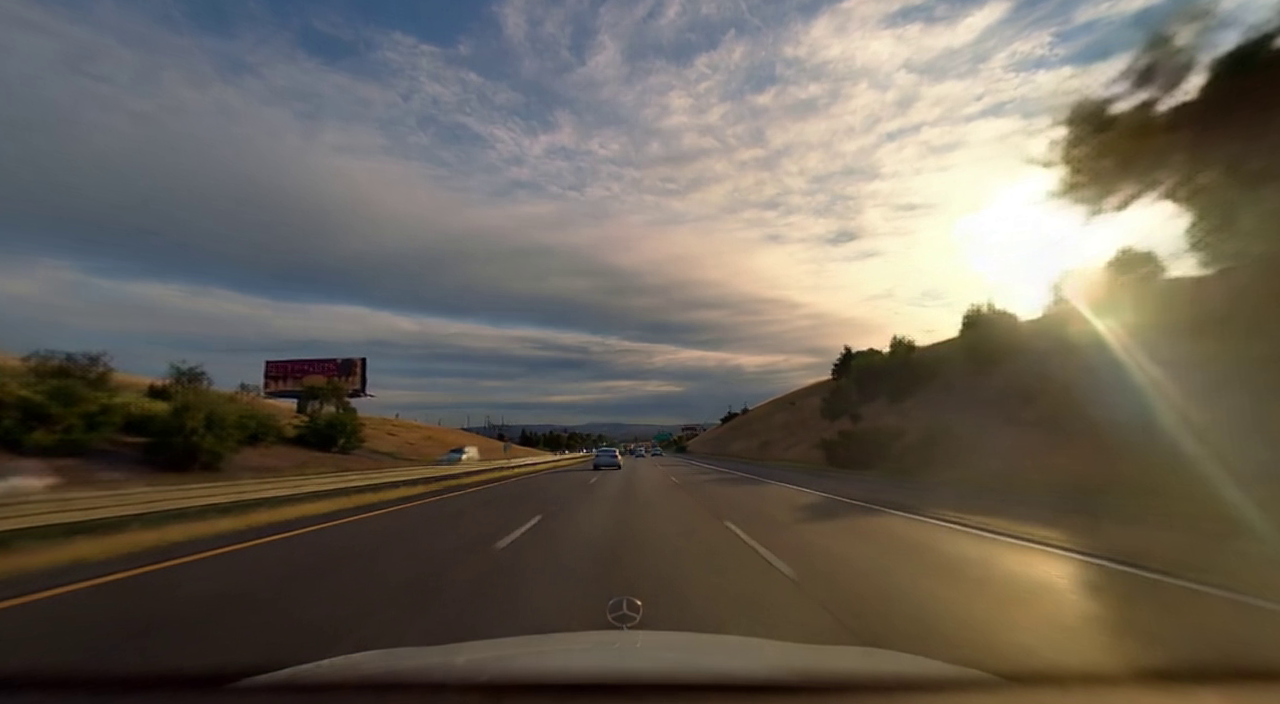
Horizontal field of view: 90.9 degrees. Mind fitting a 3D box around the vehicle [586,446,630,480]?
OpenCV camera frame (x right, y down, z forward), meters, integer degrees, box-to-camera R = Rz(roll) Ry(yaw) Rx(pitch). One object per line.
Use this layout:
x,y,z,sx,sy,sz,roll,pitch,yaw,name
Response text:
-1.476,5.373,30.603,1.916,1.494,4.335,0,-9,0,vehicle
